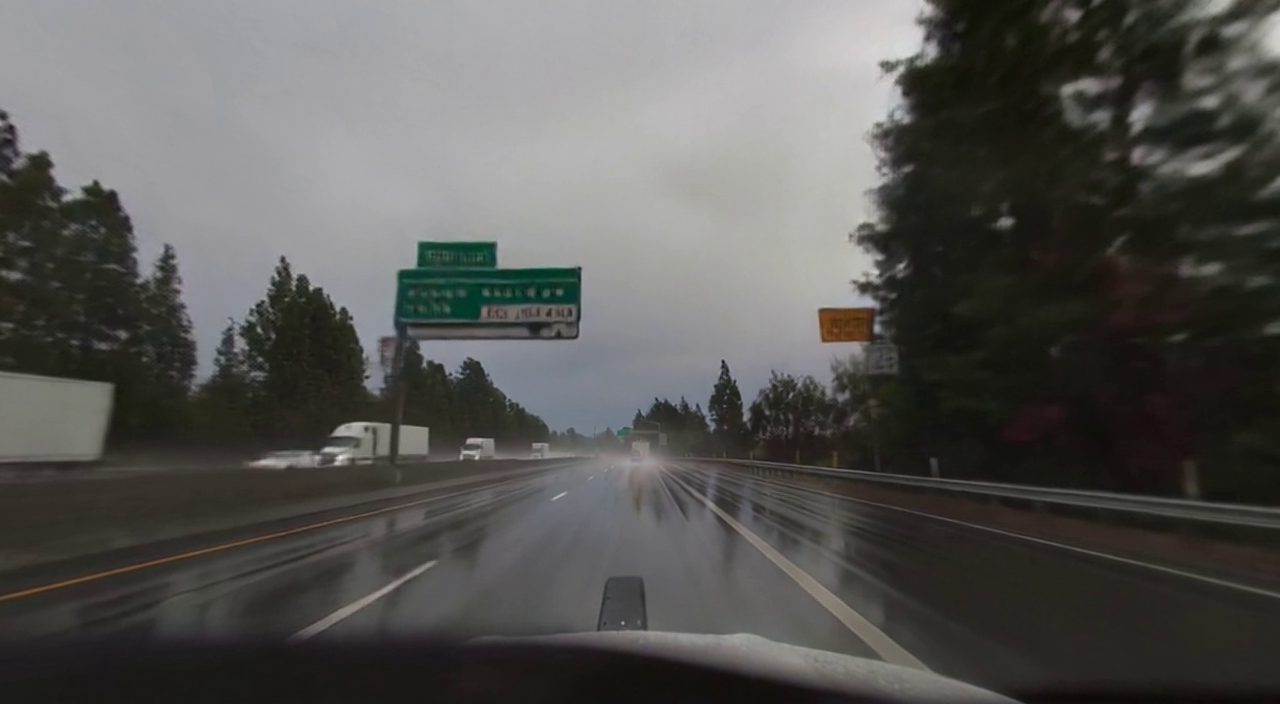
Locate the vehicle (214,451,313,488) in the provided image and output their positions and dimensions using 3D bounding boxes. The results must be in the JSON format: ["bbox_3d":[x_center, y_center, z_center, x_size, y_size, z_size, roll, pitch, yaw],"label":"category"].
[{"bbox_3d":[-16.145,5.035,27.289,1.763,1.426,4.199,0,-9,-2],"label":"vehicle"}]

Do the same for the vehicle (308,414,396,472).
[{"bbox_3d":[-21.084,6.772,46.809,2.969,3.921,7.766,0,-9,-2],"label":"vehicle"}]
